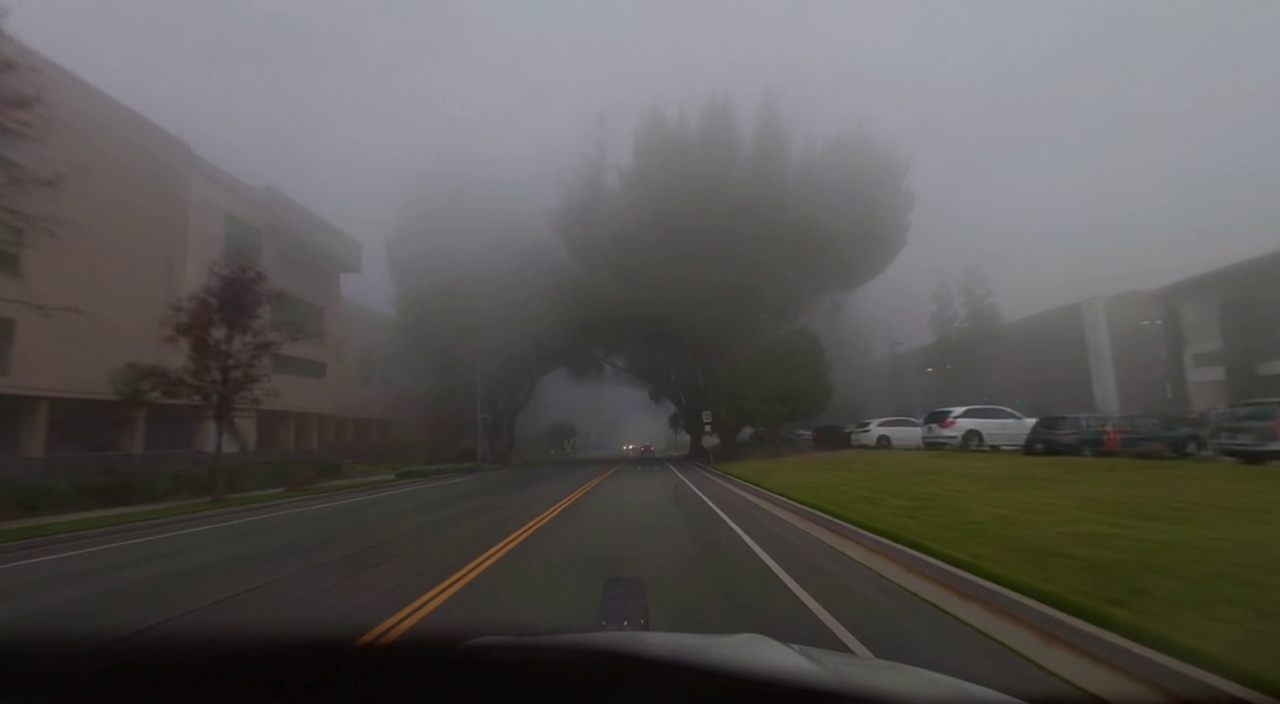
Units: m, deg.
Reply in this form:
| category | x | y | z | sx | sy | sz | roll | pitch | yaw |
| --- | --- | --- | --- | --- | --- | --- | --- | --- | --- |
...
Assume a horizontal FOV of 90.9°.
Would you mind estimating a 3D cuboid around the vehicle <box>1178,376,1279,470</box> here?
| category | x | y | z | sx | sy | sz | roll | pitch | yaw |
| --- | --- | --- | --- | --- | --- | --- | --- | --- | --- |
| vehicle | 12.459 | 1.253 | 10.855 | 4.529 | 1.490 | 2.168 | 1 | -8 | -5 |

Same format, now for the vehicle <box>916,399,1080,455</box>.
| category | x | y | z | sx | sy | sz | roll | pitch | yaw |
| --- | --- | --- | --- | --- | --- | --- | --- | --- | --- |
| vehicle | 12.349 | 2.632 | 21.929 | 4.540 | 1.824 | 1.965 | 1 | -8 | -6 |

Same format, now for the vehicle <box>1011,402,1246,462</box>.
| category | x | y | z | sx | sy | sz | roll | pitch | yaw |
| --- | --- | --- | --- | --- | --- | --- | --- | --- | --- |
| vehicle | 12.633 | 2.117 | 16.549 | 4.428 | 1.467 | 2.099 | 0 | -8 | -1 |
